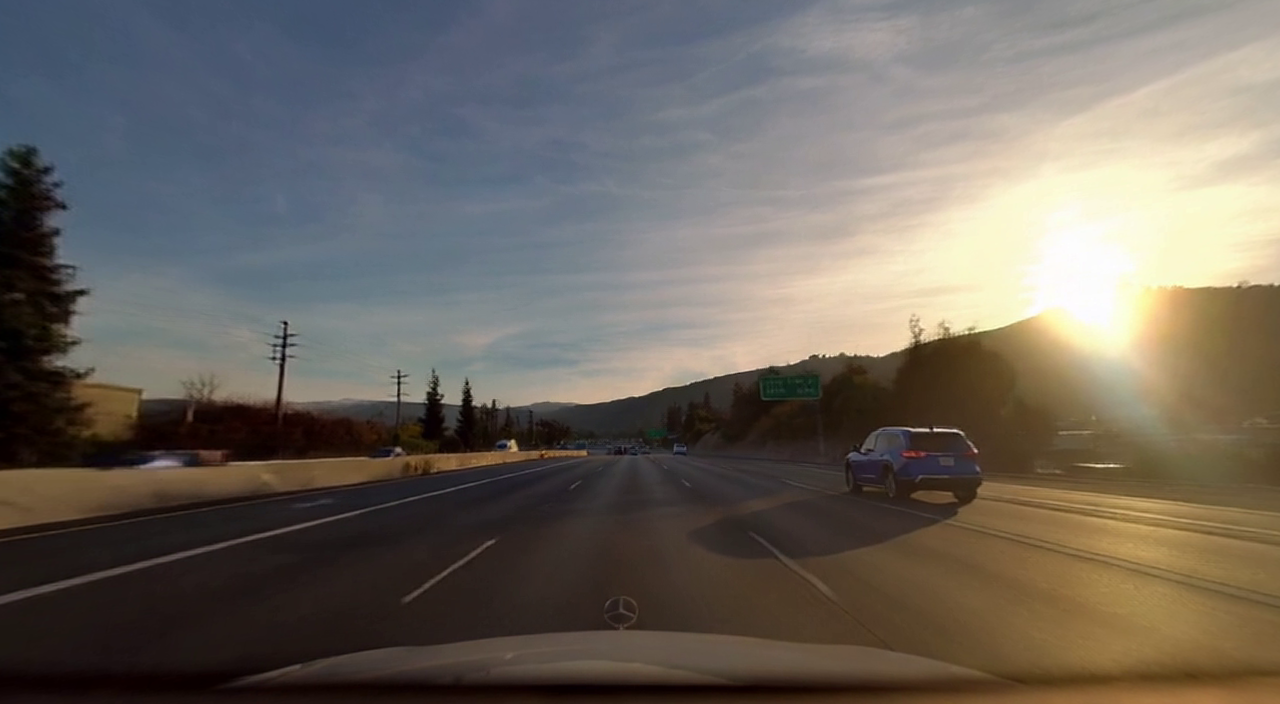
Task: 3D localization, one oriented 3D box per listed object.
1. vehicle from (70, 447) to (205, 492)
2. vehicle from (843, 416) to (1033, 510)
[{"bbox_3d":[-21.842,5.092,27.743,2.003,1.762,4.737,0,-8,0],"label":"vehicle"},{"bbox_3d":[6.857,2.610,15.273,2.222,1.899,4.595,0,-9,-1],"label":"vehicle"}]
